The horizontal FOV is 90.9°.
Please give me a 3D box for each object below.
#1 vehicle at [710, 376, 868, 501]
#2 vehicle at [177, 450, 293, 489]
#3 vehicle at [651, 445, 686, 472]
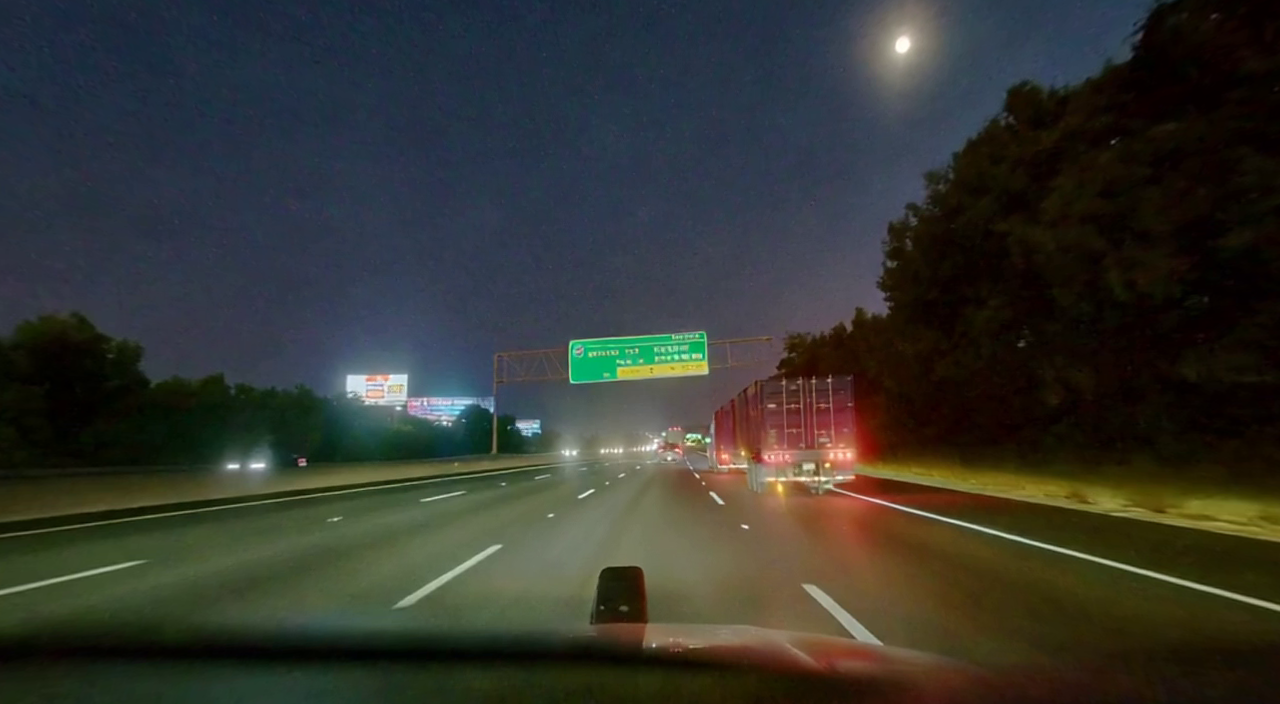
[{"bbox_3d":[4.828,3.560,25.471,2.917,3.179,18.723,0,-8,3],"label":"vehicle"},{"bbox_3d":[-16.919,4.909,26.632,1.868,1.452,4.321,0,-8,3],"label":"vehicle"},{"bbox_3d":[1.774,6.611,39.355,2.042,1.528,4.300,0,-8,3],"label":"vehicle"}]
